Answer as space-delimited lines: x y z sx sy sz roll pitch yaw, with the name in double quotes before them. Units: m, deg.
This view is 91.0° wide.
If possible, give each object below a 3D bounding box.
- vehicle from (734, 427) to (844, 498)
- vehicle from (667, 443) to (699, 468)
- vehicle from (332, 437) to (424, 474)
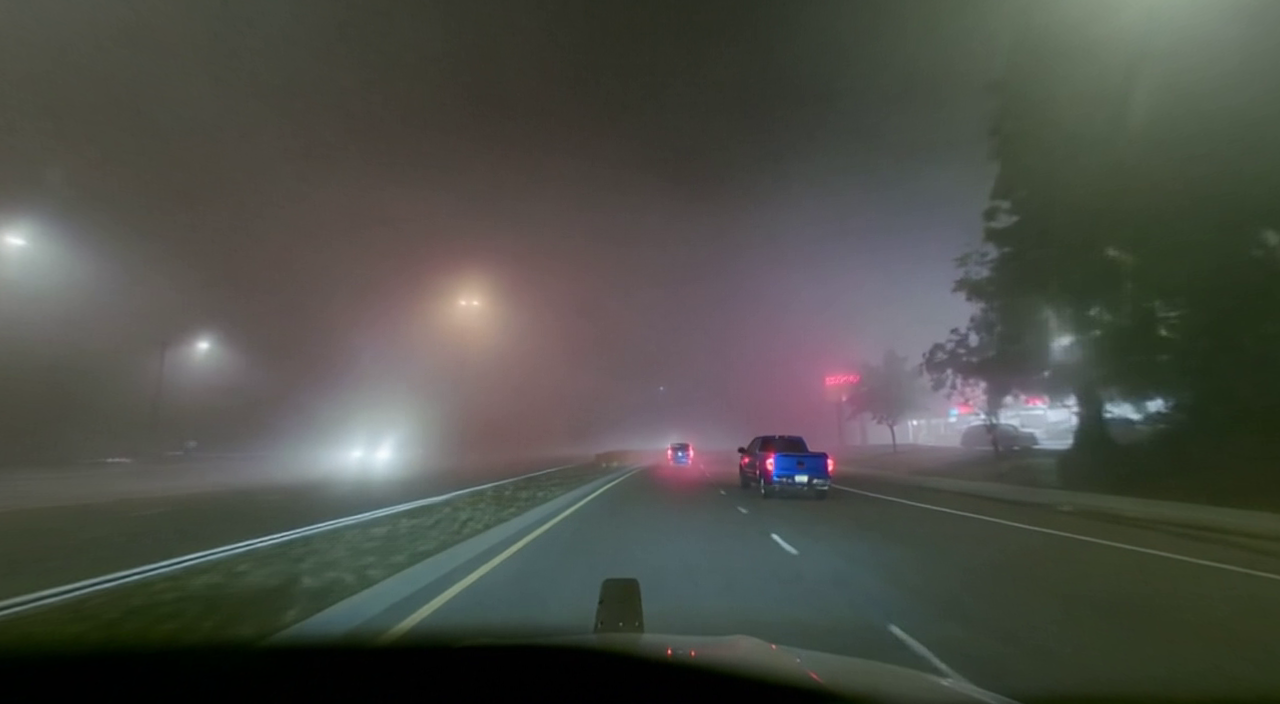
"vehicle" 4.538 3.496 20.320 2.367 1.919 5.651 0 -9 2
"vehicle" 2.810 6.668 40.658 1.968 1.521 4.262 0 -9 5
"vehicle" -12.269 4.860 29.825 2.008 1.553 4.642 0 -9 5
